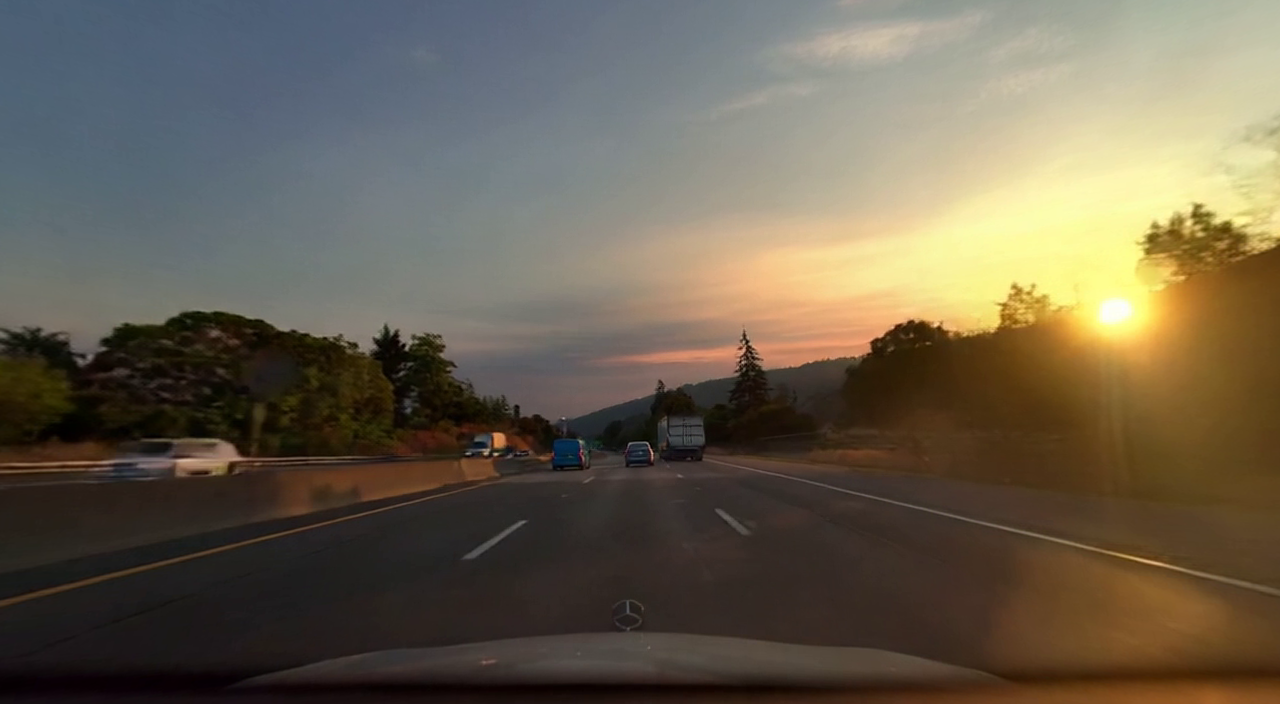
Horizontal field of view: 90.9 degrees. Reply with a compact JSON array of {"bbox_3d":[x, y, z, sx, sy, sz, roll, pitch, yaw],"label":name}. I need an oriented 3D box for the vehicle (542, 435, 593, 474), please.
[{"bbox_3d":[-3.955,5.692,35.224,2.167,1.991,5.062,-1,-9,1],"label":"vehicle"}]

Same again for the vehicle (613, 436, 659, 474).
[{"bbox_3d":[-0.204,5.289,32.561,2.209,1.825,4.036,0,-9,0],"label":"vehicle"}]
